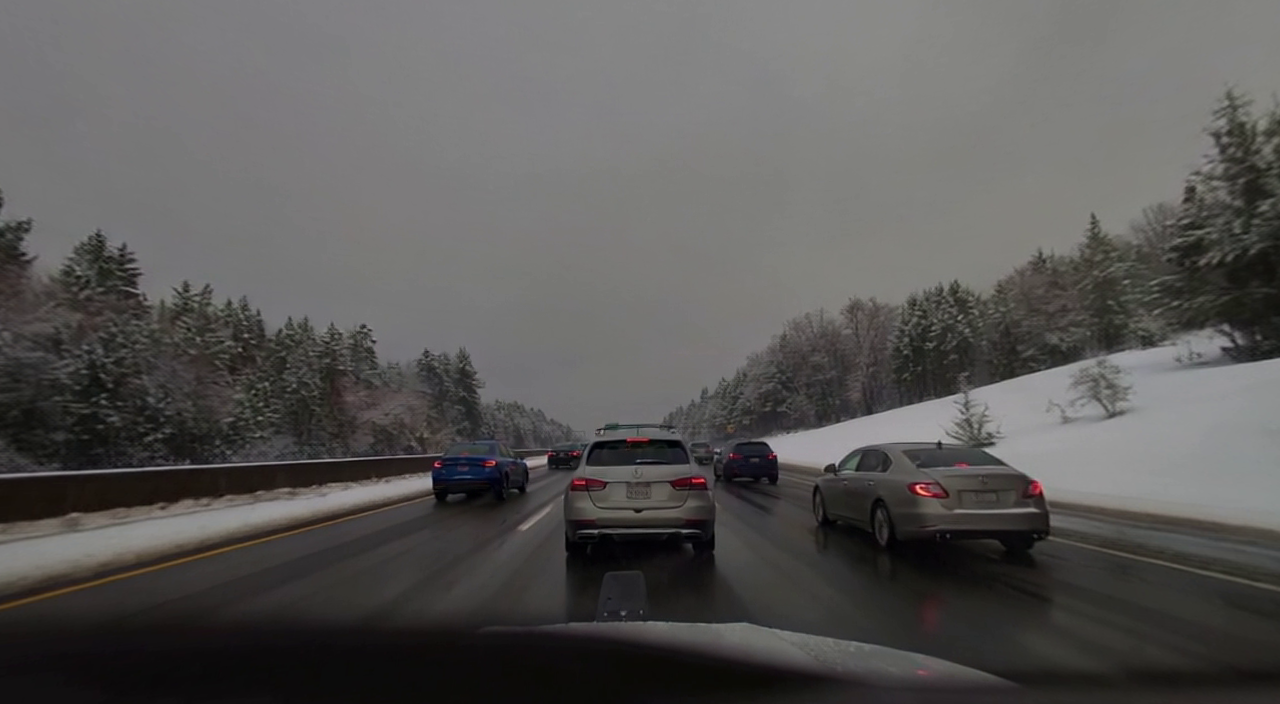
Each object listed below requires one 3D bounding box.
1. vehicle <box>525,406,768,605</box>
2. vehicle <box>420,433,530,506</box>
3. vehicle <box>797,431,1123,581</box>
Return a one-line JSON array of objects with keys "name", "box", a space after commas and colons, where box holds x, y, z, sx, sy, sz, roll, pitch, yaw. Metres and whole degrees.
[{"name": "vehicle", "box": [0.010, 1.620, 7.421, 2.093, 1.695, 3.782, 0, -9, -2]}, {"name": "vehicle", "box": [-4.250, 3.100, 16.931, 1.890, 1.708, 3.844, 0, -9, 0]}, {"name": "vehicle", "box": [3.684, 1.856, 8.440, 1.953, 1.434, 4.511, 0, -9, -1]}]
